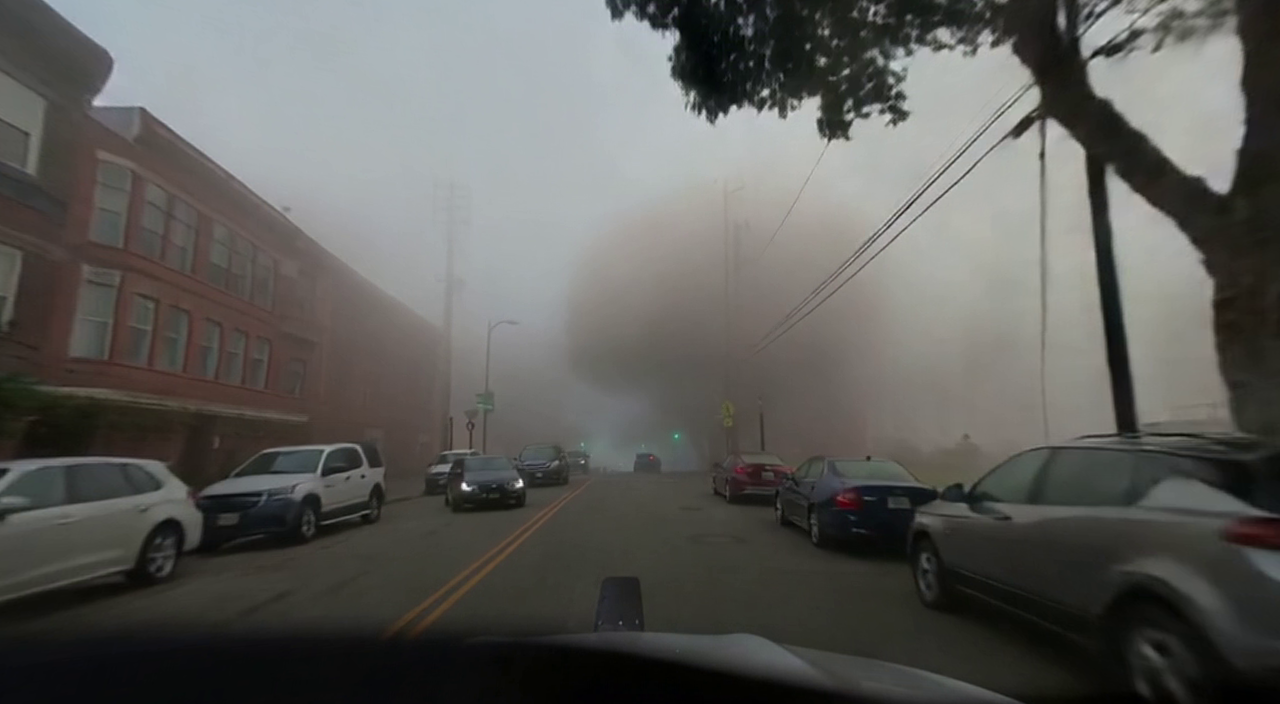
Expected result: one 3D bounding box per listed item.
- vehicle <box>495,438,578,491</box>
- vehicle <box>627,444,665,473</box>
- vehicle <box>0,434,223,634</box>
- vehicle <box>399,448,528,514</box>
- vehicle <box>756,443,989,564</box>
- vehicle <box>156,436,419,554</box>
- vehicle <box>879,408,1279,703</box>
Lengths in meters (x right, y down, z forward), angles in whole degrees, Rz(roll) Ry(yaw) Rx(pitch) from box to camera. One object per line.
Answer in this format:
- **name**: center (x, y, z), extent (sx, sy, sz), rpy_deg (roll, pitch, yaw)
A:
- **vehicle**: center (-3.886, 4.313, 24.634), extent (2.236, 1.834, 4.743), rpy_deg (-1, -8, 3)
- **vehicle**: center (0.450, 6.626, 39.580), extent (2.059, 1.736, 3.994), rpy_deg (-1, -8, 5)
- **vehicle**: center (-6.687, 1.745, 6.447), extent (1.925, 1.759, 4.396), rpy_deg (0, -8, -2)
- **vehicle**: center (-5.066, 3.469, 17.642), extent (1.994, 1.510, 4.802), rpy_deg (5, -10, -33)
- **vehicle**: center (3.326, 2.227, 10.258), extent (1.946, 1.474, 4.710), rpy_deg (0, -8, -1)
- **vehicle**: center (-6.758, 2.746, 13.227), extent (2.263, 1.882, 5.706), rpy_deg (0, -8, -1)
- **vehicle**: center (3.357, 1.233, 4.048), extent (1.895, 1.553, 4.235), rpy_deg (0, -8, -1)
